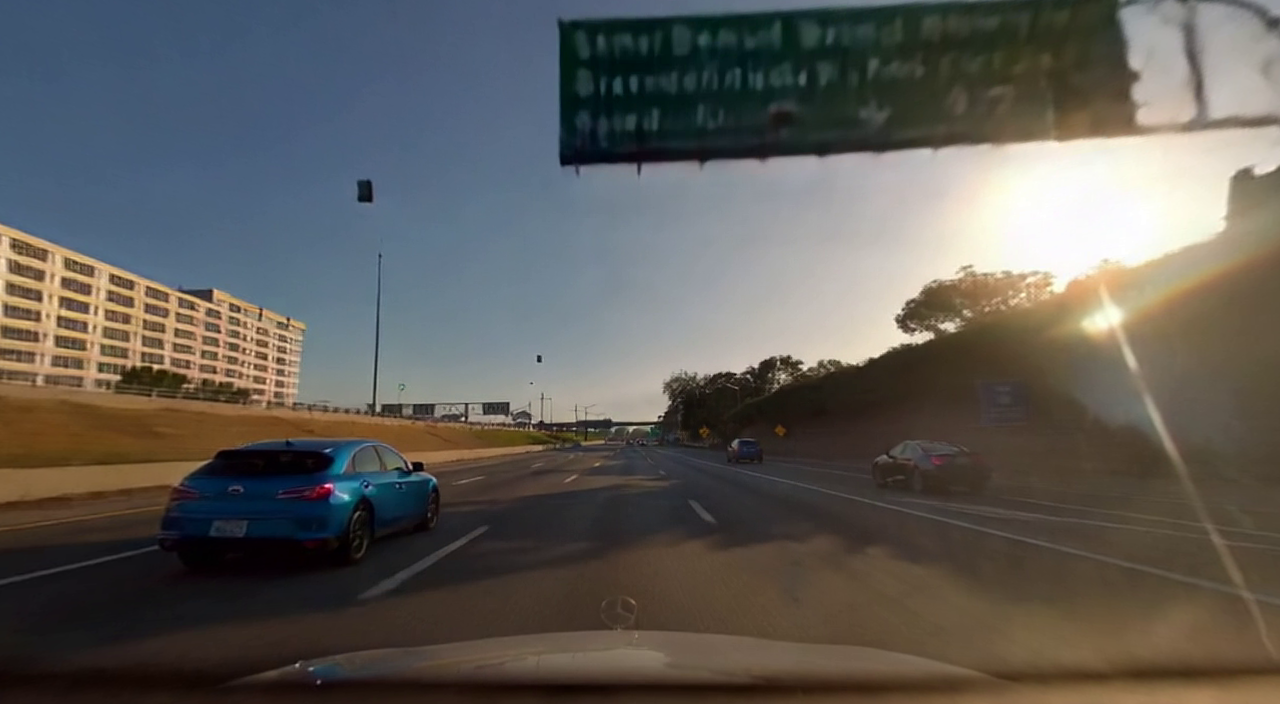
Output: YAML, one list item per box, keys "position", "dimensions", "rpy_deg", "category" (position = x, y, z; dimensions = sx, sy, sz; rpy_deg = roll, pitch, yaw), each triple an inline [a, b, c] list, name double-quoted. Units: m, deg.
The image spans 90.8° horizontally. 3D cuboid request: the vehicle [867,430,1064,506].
- position: [8.026, 2.904, 16.372]
  dimensions: [2.165, 1.636, 5.175]
  rpy_deg: [1, -8, -3]
  category: "vehicle"
